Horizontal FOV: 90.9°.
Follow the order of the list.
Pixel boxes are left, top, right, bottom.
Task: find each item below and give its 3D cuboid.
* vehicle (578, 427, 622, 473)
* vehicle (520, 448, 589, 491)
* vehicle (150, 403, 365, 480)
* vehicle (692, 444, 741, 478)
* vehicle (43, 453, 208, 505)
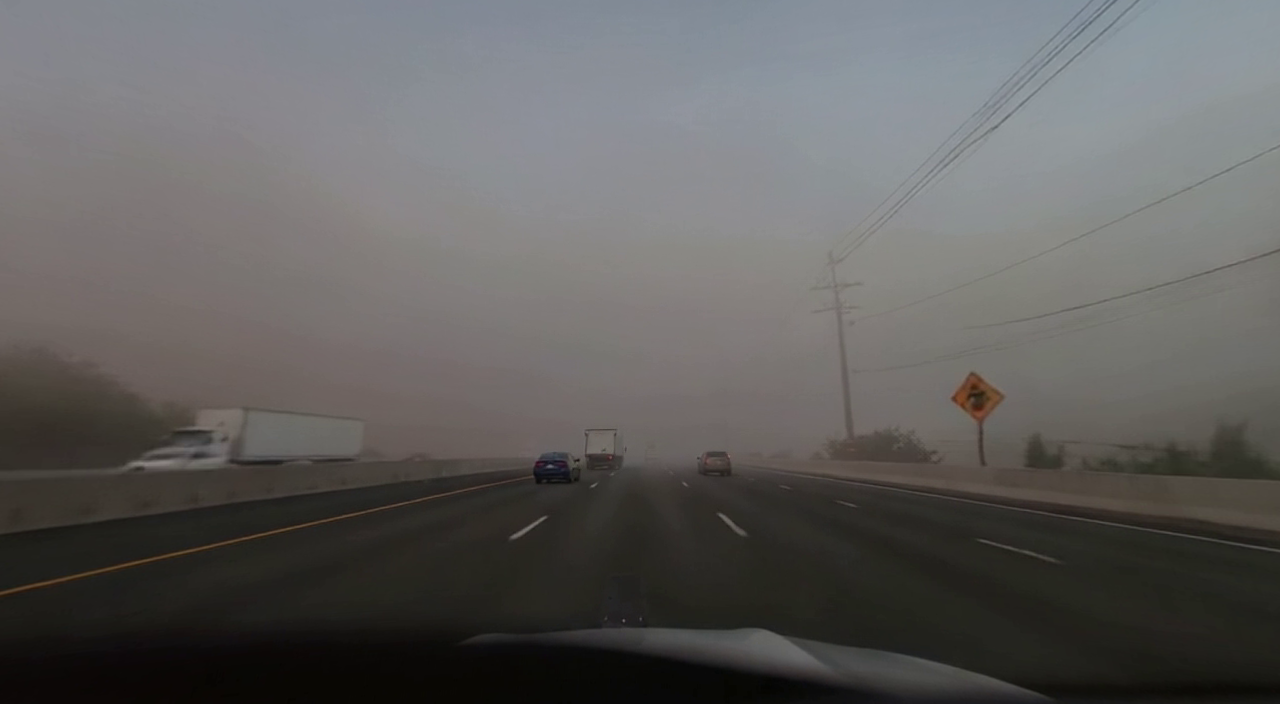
[{"bbox_3d":[-2.901,7.354,47.421,2.632,3.153,6.879,0,-9,2],"label":"vehicle"},{"bbox_3d":[-3.188,4.474,24.281,2.004,1.498,4.043,0,-9,1],"label":"vehicle"},{"bbox_3d":[-23.296,5.882,40.762,3.102,3.946,16.831,0,-9,1],"label":"vehicle"},{"bbox_3d":[4.359,6.293,36.622,2.214,1.799,4.627,0,-9,-1],"label":"vehicle"},{"bbox_3d":[-15.519,3.811,19.310,1.773,1.382,3.814,0,-9,1],"label":"vehicle"}]
